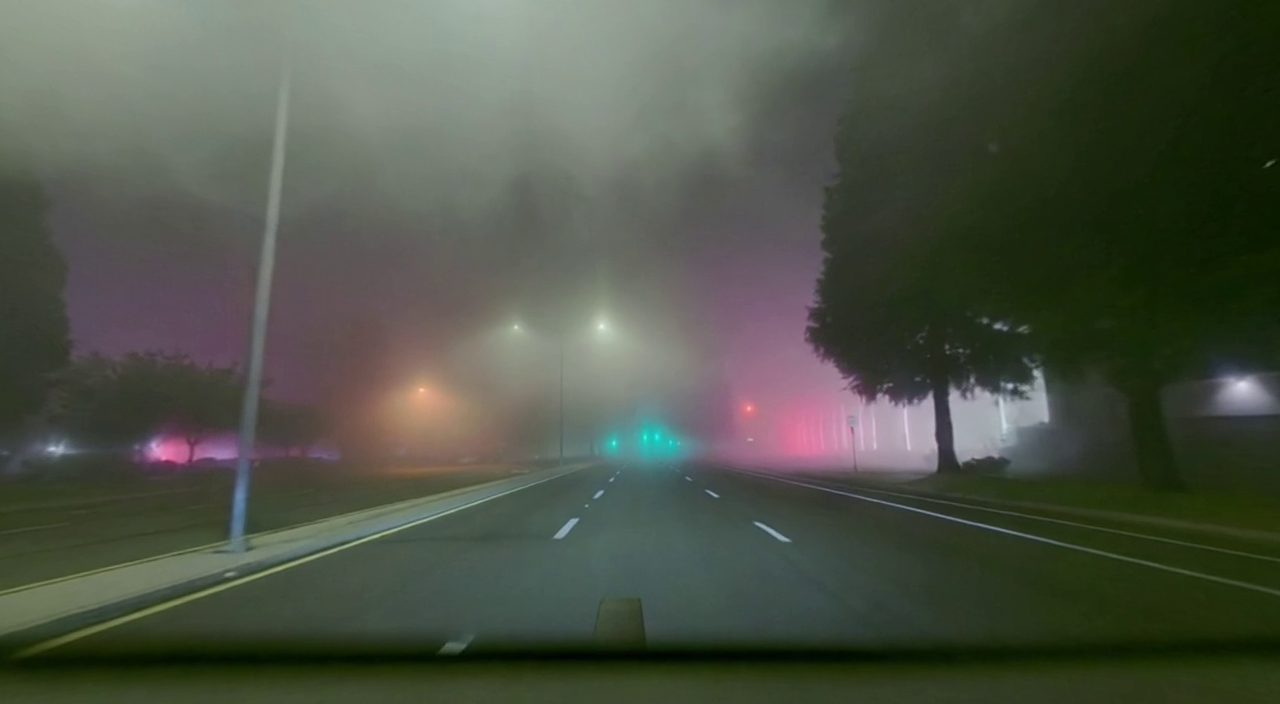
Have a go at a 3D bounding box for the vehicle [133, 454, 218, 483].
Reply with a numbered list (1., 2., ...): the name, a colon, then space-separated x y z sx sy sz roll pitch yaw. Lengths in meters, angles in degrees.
1. vehicle: -31.657 7.921 43.270 2.034 1.818 4.855 0 -9 2

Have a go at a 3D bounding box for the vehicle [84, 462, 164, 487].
1. vehicle: -34.480 8.155 42.367 1.569 1.422 4.542 0 -8 0
